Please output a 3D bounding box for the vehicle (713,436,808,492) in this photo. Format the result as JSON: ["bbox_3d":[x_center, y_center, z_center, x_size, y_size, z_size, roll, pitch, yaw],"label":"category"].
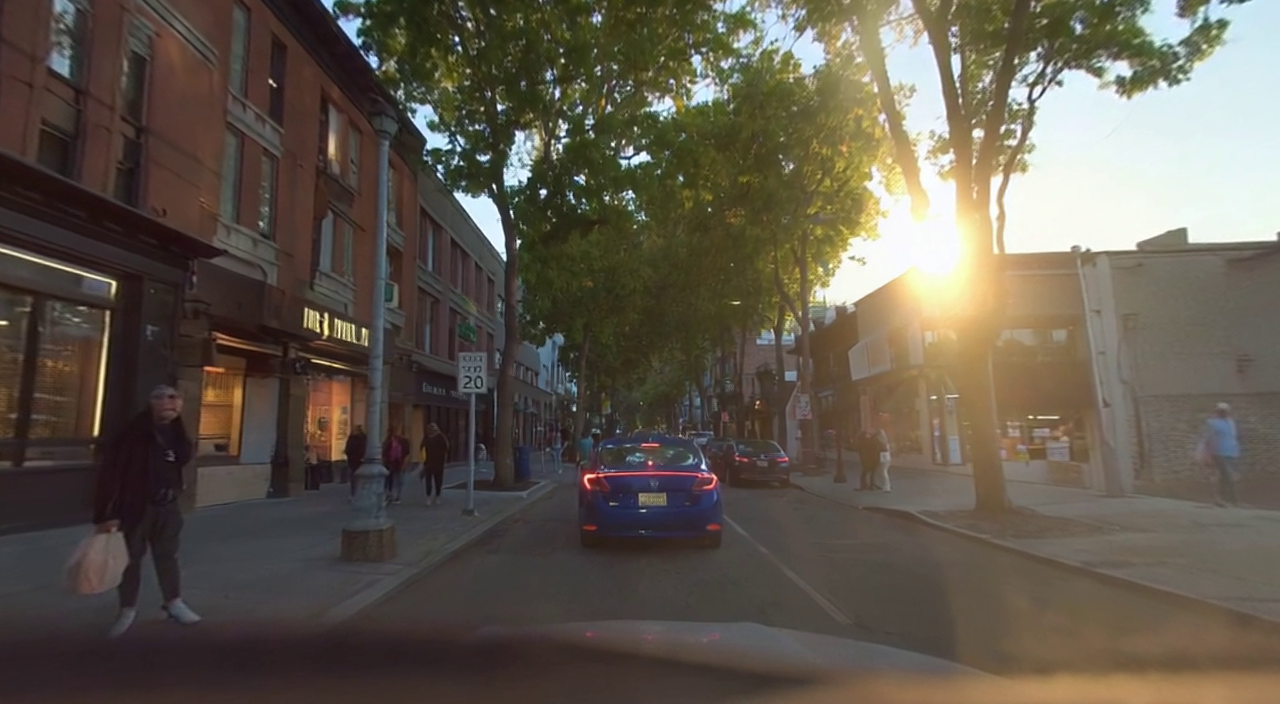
[{"bbox_3d":[3.591,3.433,19.697,2.025,1.523,4.426,0,-9,-1],"label":"vehicle"}]

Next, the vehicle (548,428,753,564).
[{"bbox_3d":[0.074,1.904,9.097,2.261,1.474,4.130,0,-9,-1],"label":"vehicle"}]
